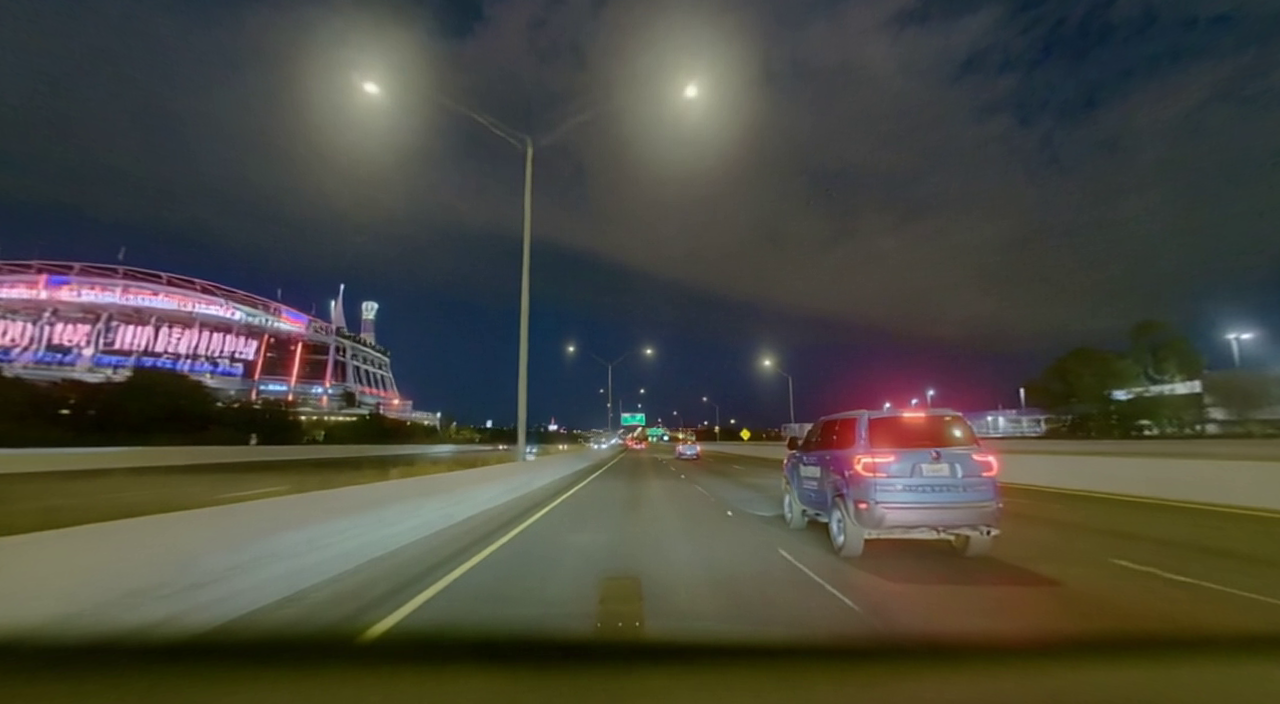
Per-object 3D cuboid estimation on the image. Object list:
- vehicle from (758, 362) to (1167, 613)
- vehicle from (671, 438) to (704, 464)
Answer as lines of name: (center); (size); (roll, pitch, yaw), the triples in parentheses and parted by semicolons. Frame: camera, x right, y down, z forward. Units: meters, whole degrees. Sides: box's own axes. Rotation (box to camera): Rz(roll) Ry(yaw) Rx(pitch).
vehicle: (3.051, 1.441, 7.607); (2.199, 2.002, 4.970); (0, -8, -1)
vehicle: (3.315, 6.986, 44.776); (1.973, 1.774, 4.092); (0, -8, 0)
